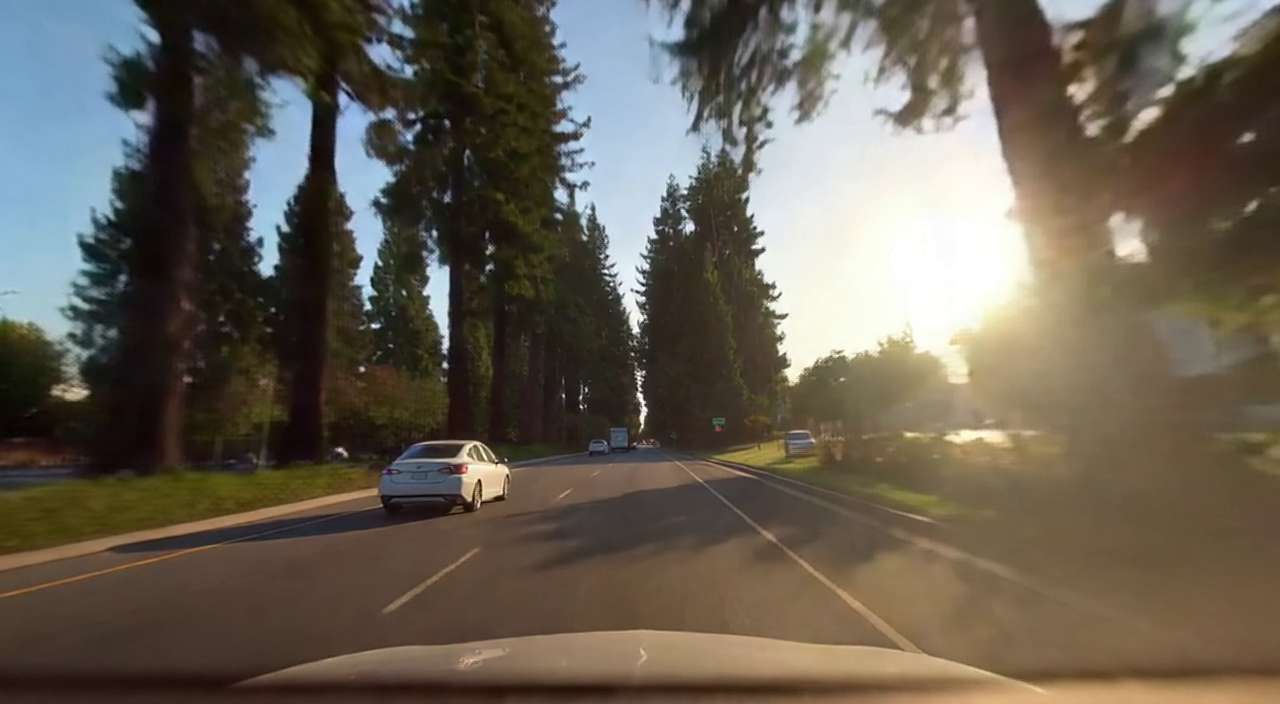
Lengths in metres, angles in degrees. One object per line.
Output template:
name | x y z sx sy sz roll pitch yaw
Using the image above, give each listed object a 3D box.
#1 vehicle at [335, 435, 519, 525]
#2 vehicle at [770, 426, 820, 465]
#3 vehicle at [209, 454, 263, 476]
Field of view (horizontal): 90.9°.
vehicle | -3.939 2.433 12.663 2.033 1.454 4.512 -1 -8 1
vehicle | 7.318 4.439 29.947 1.594 1.688 2.861 -1 -8 0
vehicle | -31.824 8.876 49.793 1.811 1.550 3.710 -1 -8 0
